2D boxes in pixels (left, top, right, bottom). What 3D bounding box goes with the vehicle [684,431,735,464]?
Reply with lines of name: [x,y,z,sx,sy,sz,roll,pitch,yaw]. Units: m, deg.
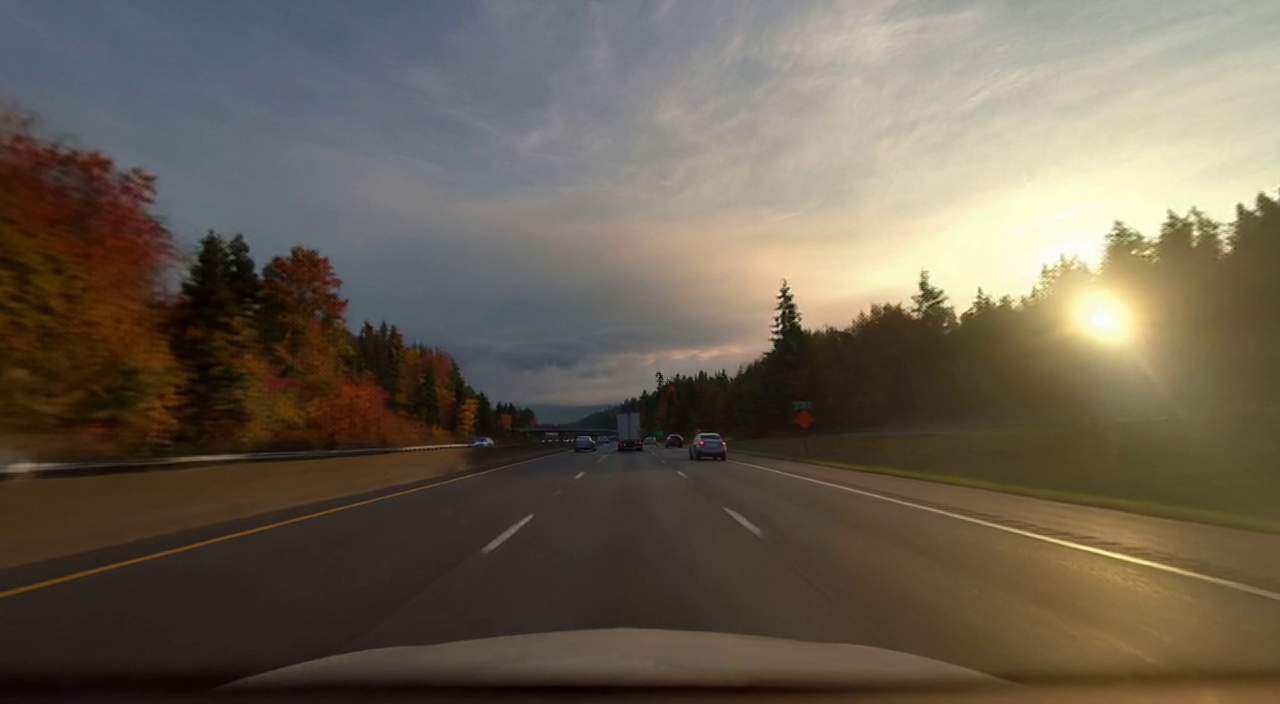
vehicle: [3.329,4.673,30.953,1.882,1.492,3.958,0,-8,-2]

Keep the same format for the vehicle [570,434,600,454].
vehicle: [-4.183,7.029,48.188,2.027,1.501,3.920,0,-8,-1]
